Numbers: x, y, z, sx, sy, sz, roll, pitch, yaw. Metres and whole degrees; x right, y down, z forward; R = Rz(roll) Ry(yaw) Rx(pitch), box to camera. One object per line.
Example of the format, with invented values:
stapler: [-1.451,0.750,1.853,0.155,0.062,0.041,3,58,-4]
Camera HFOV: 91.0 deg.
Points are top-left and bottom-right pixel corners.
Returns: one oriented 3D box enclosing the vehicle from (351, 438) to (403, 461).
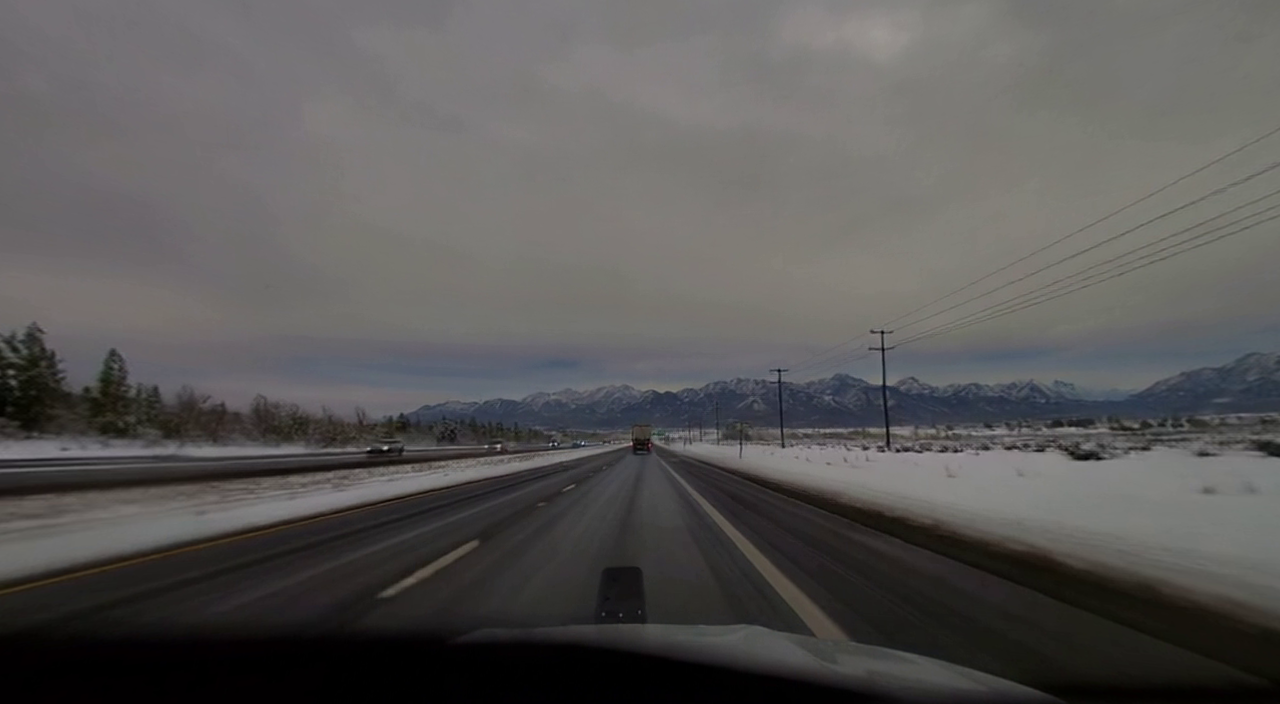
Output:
vehicle: [-20.769,7.738,49.896,1.999,1.691,4.714,0,-8,2]
